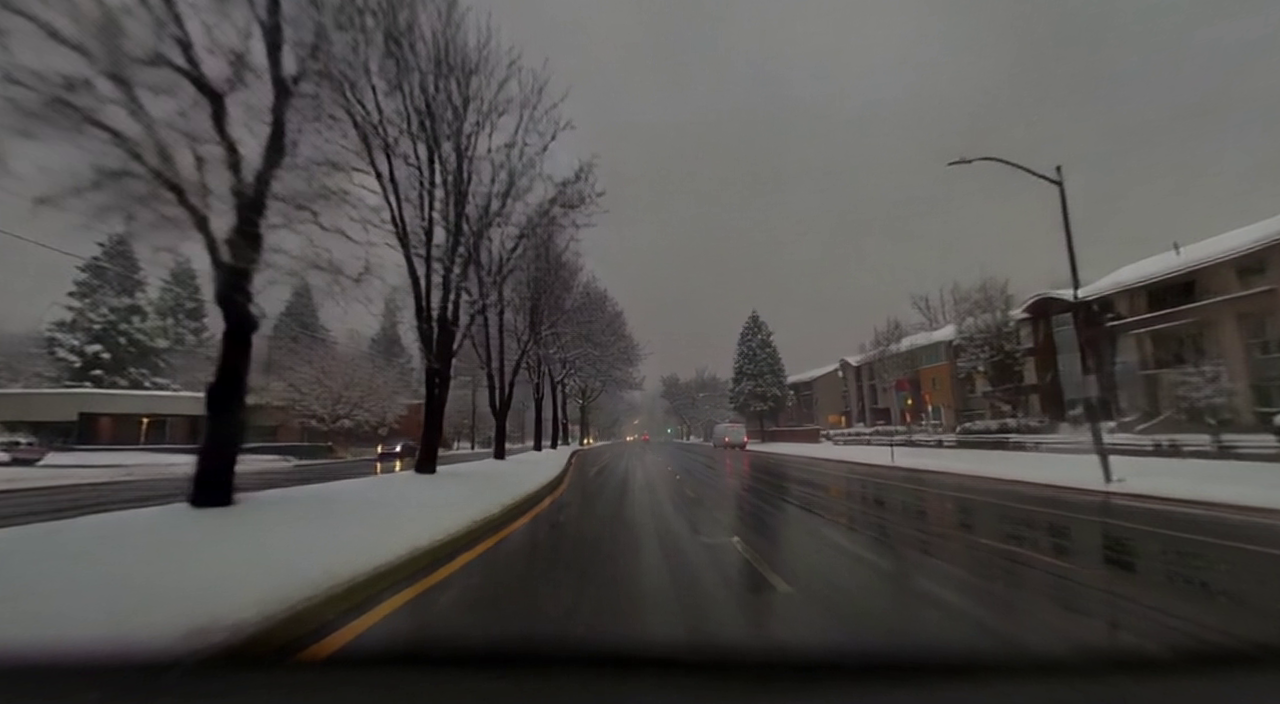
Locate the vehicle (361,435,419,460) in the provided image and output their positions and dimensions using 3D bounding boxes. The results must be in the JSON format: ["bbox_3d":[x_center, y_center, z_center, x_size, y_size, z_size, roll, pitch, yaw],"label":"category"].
[{"bbox_3d":[-19.619,7.564,49.911,2.146,1.848,5.680,0,-9,2],"label":"vehicle"}]
